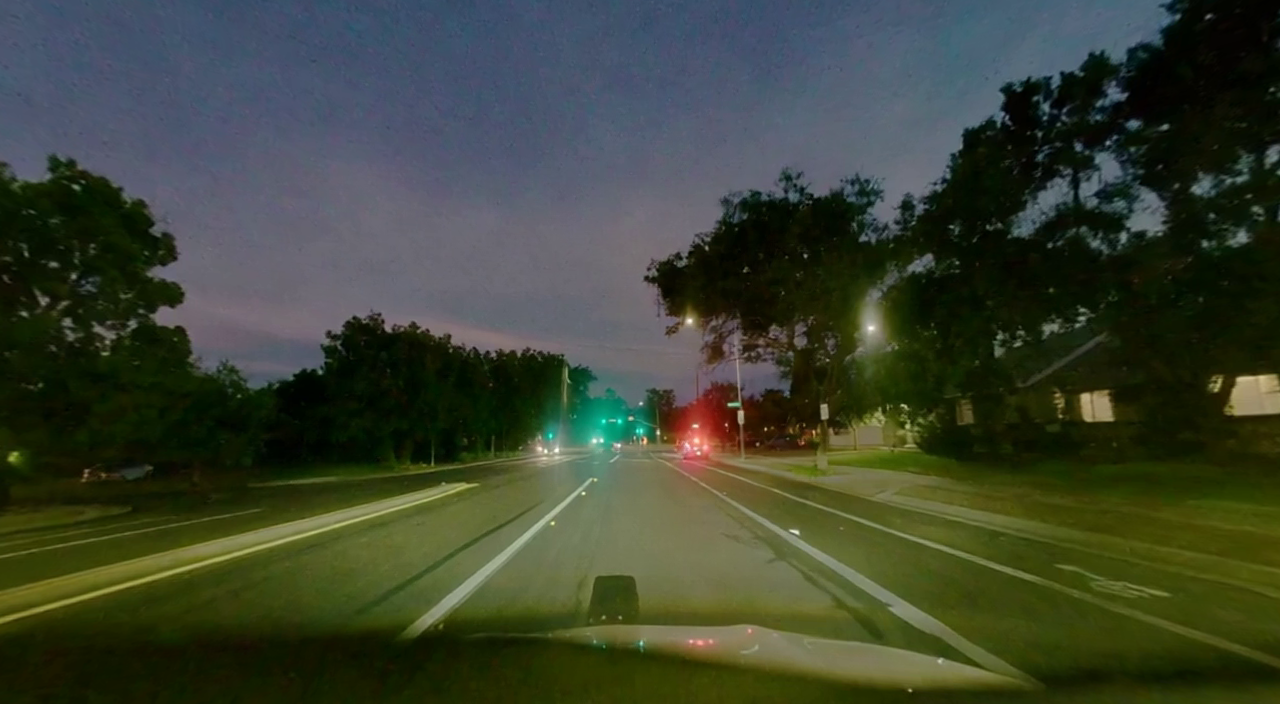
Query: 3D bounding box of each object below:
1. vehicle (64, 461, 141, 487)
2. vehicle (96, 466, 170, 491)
[{"bbox_3d":[-35.685,8.108,42.064,1.779,1.526,3.705,0,-8,1],"label":"vehicle"},{"bbox_3d":[-33.130,8.242,41.392,1.713,1.466,3.614,-1,-9,2],"label":"vehicle"}]
